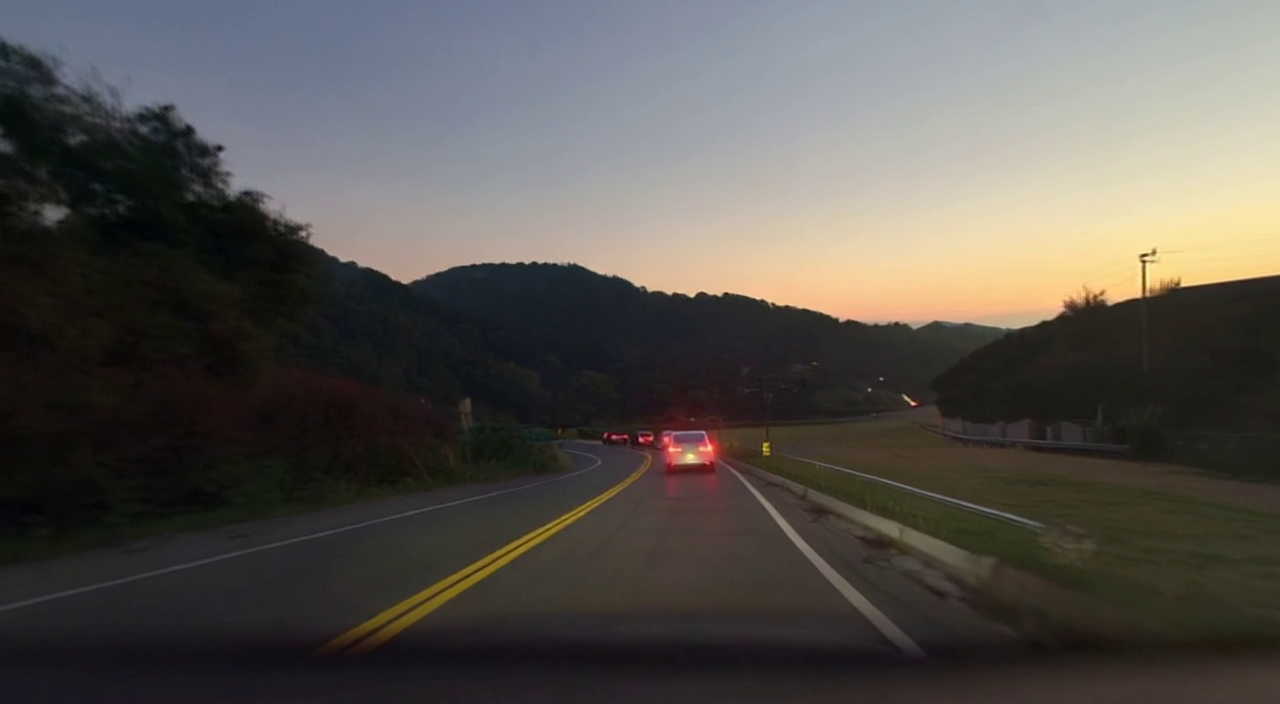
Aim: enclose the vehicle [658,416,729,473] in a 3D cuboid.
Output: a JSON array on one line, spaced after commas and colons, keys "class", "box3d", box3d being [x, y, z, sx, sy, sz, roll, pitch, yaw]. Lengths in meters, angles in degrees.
[{"class": "vehicle", "box3d": [2.041, 3.696, 25.329, 2.500, 1.961, 5.637, -1, -8, 3]}]
